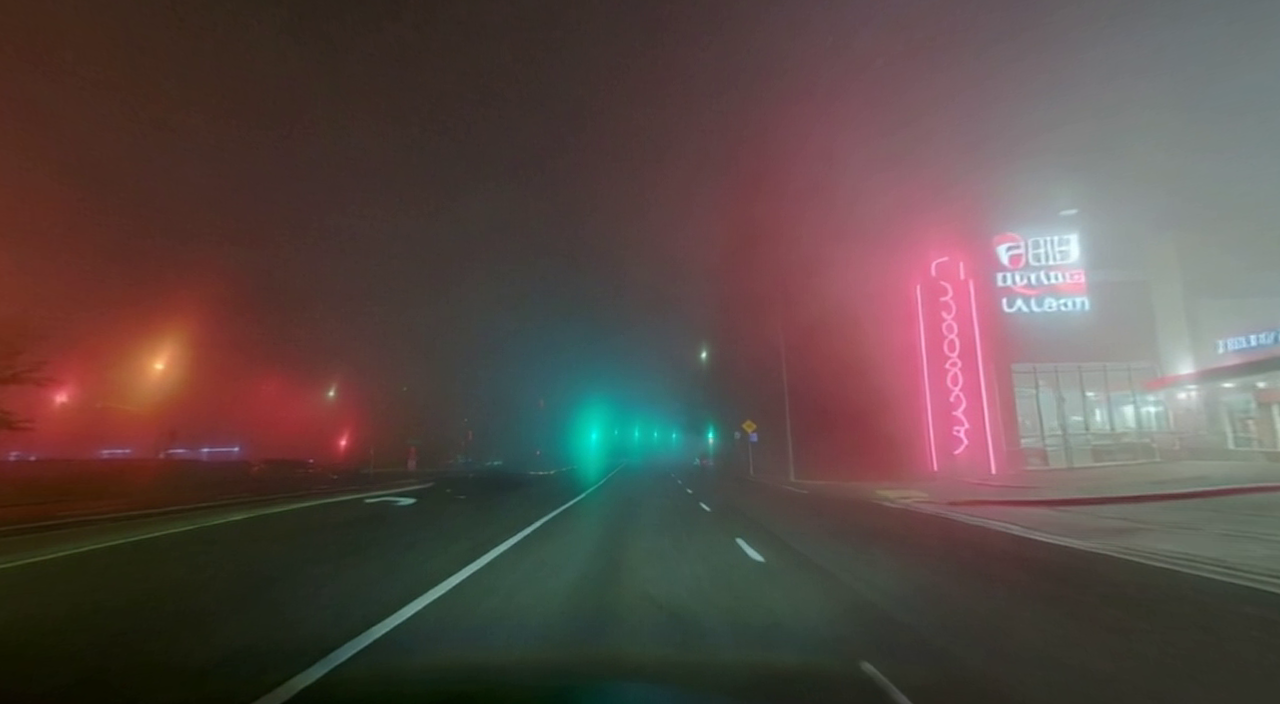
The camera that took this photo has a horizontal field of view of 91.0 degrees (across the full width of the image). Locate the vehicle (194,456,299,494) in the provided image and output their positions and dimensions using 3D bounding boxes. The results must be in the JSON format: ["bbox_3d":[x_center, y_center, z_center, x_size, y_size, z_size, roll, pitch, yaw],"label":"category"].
[{"bbox_3d":[-18.097,5.659,29.267,1.938,1.465,4.744,-2,-9,-1],"label":"vehicle"}]
